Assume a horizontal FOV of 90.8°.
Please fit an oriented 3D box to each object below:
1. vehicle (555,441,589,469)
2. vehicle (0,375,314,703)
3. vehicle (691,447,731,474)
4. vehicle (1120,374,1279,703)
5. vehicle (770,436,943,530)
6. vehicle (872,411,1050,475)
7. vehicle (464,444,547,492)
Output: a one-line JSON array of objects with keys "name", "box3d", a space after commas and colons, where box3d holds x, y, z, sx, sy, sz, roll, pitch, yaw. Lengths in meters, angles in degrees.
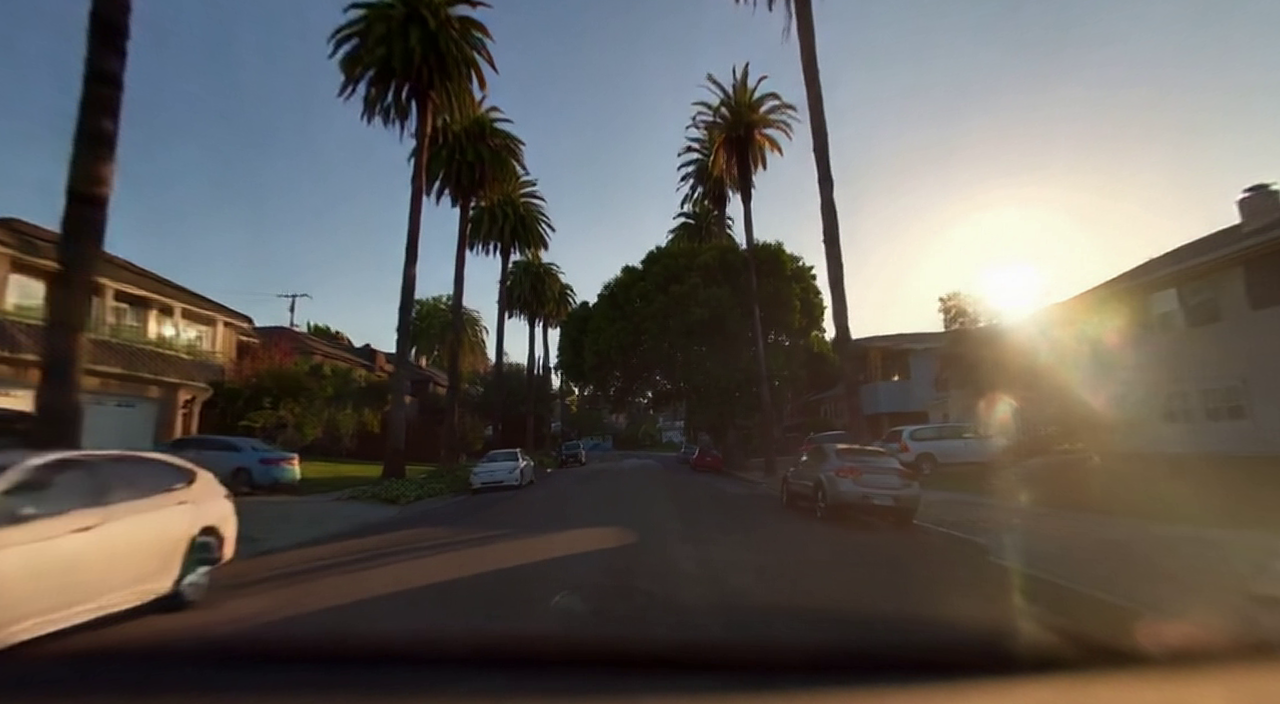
[{"name": "vehicle", "box3d": [-5.038, 7.533, 46.512, 2.106, 1.914, 4.363, 2, -8, -11]}, {"name": "vehicle", "box3d": [-4.656, 1.202, 4.629, 2.147, 1.823, 4.725, 0, -7, -2]}, {"name": "vehicle", "box3d": [4.197, 6.477, 37.977, 1.867, 1.480, 4.678, 0, -9, 0]}, {"name": "vehicle", "box3d": [4.069, 0.776, 1.820, 2.072, 1.685, 4.160, 0, -9, 0]}, {"name": "vehicle", "box3d": [4.099, 2.539, 12.824, 1.987, 1.567, 4.112, 0, -9, -1]}, {"name": "vehicle", "box3d": [10.684, 3.075, 21.321, 4.871, 1.931, 1.929, -1, -9, -1]}, {"name": "vehicle", "box3d": [-4.652, 4.126, 22.600, 2.080, 1.479, 4.531, 0, -10, -2]}]
